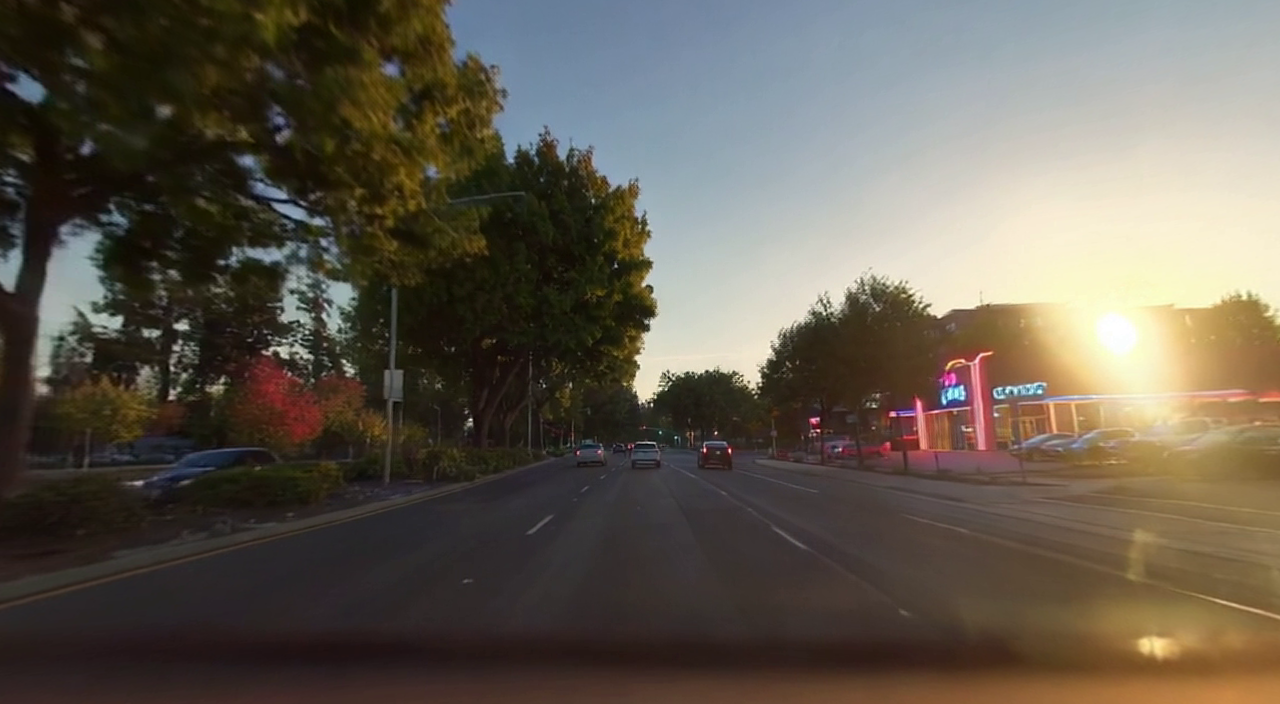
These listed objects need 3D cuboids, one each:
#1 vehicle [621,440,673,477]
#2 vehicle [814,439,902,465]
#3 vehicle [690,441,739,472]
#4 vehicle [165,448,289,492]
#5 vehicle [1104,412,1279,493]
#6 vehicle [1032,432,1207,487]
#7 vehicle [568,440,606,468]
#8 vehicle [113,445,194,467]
[{"bbox_3d":[0.272,4.602,27.457,2.059,1.477,4.216,0,-8,0],"label":"vehicle"},{"bbox_3d":[12.902,5.961,37.585,4.622,1.469,1.934,-2,-9,9],"label":"vehicle"},{"bbox_3d":[3.723,5.343,32.344,2.012,1.462,4.400,0,-8,0],"label":"vehicle"},{"bbox_3d":[-15.657,4.459,24.219,1.796,1.466,4.362,0,-8,0],"label":"vehicle"},{"bbox_3d":[17.394,3.006,19.201,2.131,2.070,5.579,-1,-9,-1],"label":"vehicle"},{"bbox_3d":[14.989,3.385,20.132,2.099,1.526,4.555,-1,-8,2],"label":"vehicle"},{"bbox_3d":[-3.243,6.323,39.186,1.995,1.607,4.086,0,-8,0],"label":"vehicle"},{"bbox_3d":[-36.159,7.731,46.931,4.357,1.591,1.981,0,-9,-2],"label":"vehicle"}]
